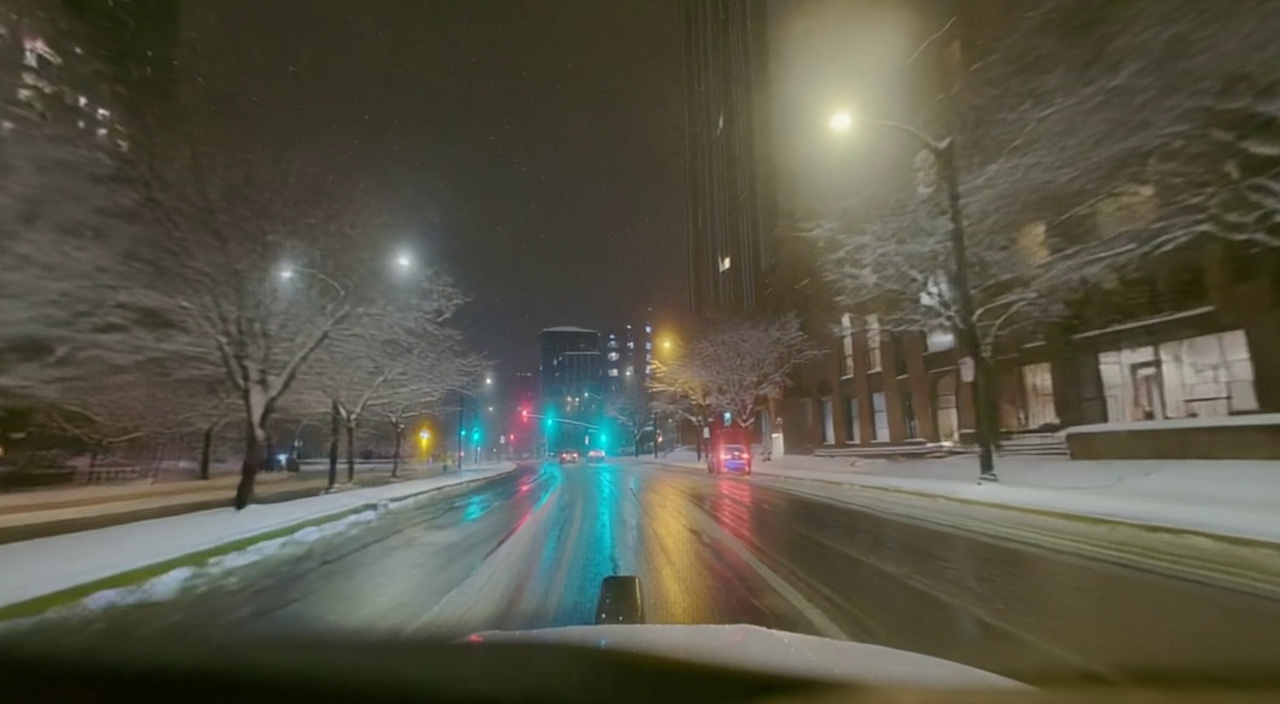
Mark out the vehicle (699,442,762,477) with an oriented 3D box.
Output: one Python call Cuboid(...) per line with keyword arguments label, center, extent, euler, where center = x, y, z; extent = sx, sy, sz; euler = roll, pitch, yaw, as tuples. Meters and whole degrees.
Cuboid(label="vehicle", center=(4.582, 5.542, 32.764), extent=(2.042, 1.635, 4.858), euler=(1, -9, -6))
